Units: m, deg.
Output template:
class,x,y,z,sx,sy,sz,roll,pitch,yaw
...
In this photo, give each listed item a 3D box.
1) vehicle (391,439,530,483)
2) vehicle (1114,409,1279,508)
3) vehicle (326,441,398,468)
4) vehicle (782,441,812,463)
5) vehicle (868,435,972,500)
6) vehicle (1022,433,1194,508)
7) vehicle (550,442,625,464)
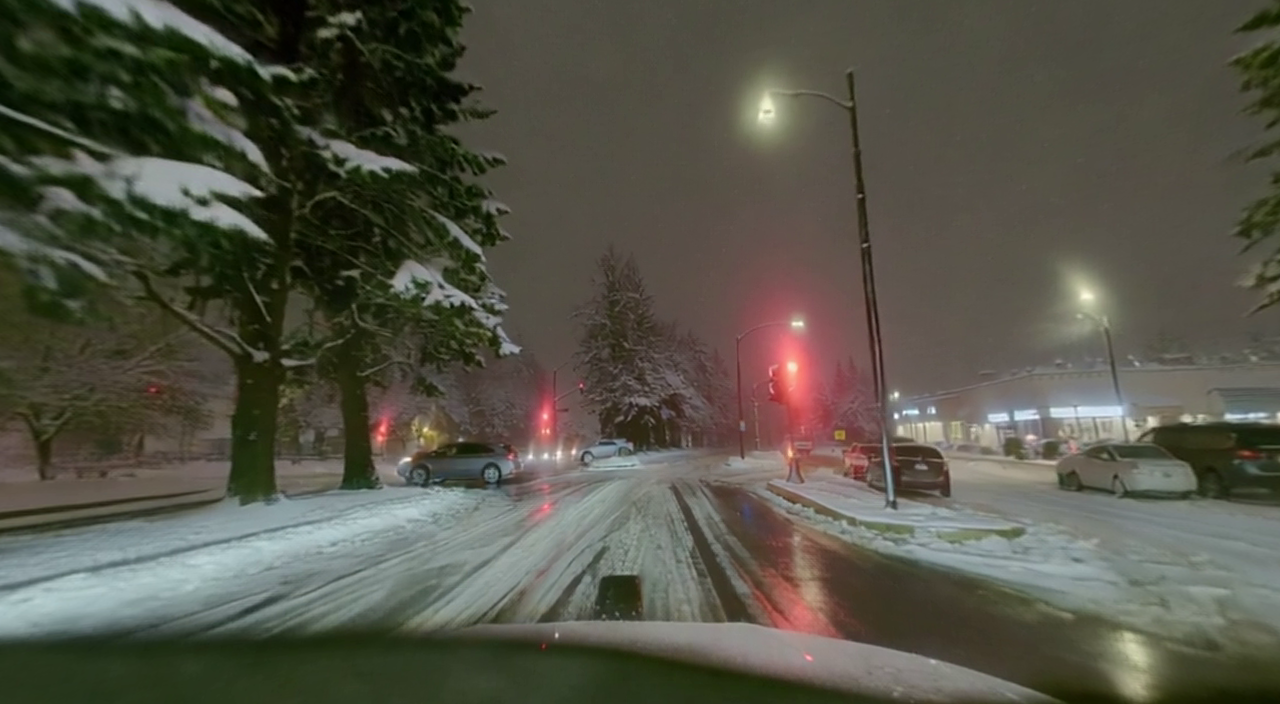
class,x,y,z,sx,sy,sz,roll,pitch,yaw
vehicle,-6.321,3.871,22.579,4.376,1.476,1.791,-1,-9,4
vehicle,13.878,2.466,15.027,2.265,1.919,5.745,-4,-9,18
vehicle,-19.264,7.122,44.029,2.082,1.779,4.841,-2,-9,12
vehicle,12.042,7.612,48.375,2.061,1.519,4.794,-3,-8,15
vehicle,7.403,3.053,17.157,1.867,1.479,4.452,-3,-9,15
vehicle,11.547,2.910,16.052,2.031,1.592,4.470,-3,-9,17
vehicle,-3.685,7.094,44.259,4.792,1.468,2.116,-3,-9,15
